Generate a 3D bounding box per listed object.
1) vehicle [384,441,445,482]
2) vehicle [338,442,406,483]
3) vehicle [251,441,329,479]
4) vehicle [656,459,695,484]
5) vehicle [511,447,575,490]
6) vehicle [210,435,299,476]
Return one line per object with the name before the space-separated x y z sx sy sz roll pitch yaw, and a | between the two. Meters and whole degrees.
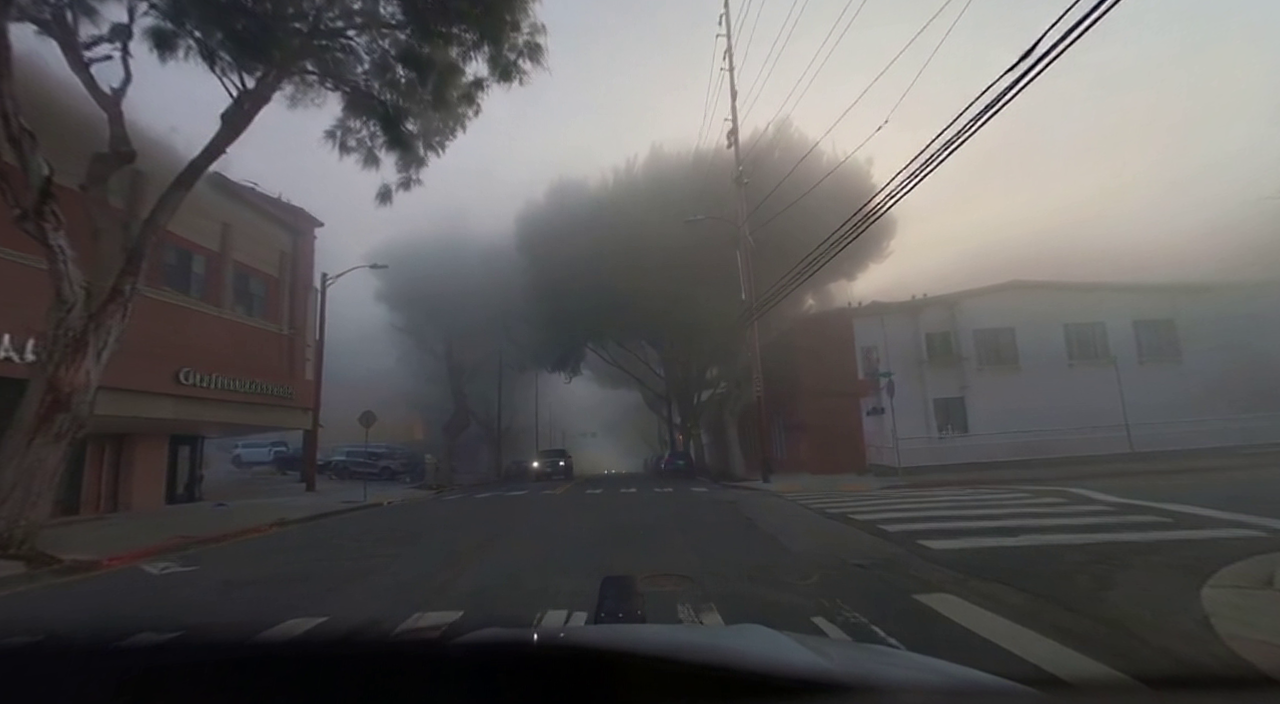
vehicle | -16.554 8.100 46.812 2.715 2.789 6.225 0 -10 -5
vehicle | -19.482 7.984 46.261 2.256 2.668 5.979 0 -7 0
vehicle | -25.439 7.840 46.264 2.288 2.514 5.886 0 -8 0
vehicle | 2.114 7.232 38.430 1.877 1.373 3.854 0 -8 -4
vehicle | -4.735 5.744 31.649 2.495 1.966 4.846 0 -8 -1
vehicle | -28.116 7.554 46.478 2.249 2.760 6.636 0 -8 0
